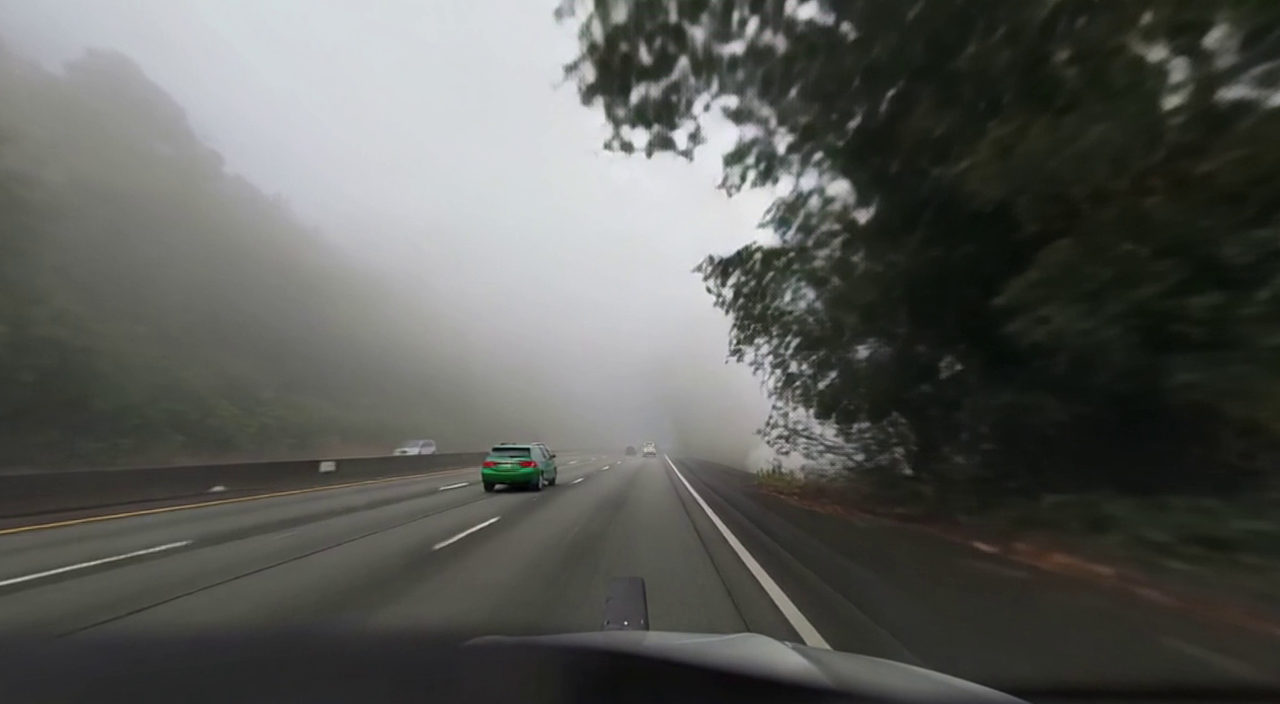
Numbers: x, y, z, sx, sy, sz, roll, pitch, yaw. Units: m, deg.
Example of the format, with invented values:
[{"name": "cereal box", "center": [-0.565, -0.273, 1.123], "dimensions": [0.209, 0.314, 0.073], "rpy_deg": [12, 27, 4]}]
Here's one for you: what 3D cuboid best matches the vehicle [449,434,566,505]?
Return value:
[{"name": "vehicle", "center": [-3.222, 2.931, 16.279], "dimensions": [2.015, 1.561, 4.469], "rpy_deg": [0, -8, 1]}]
